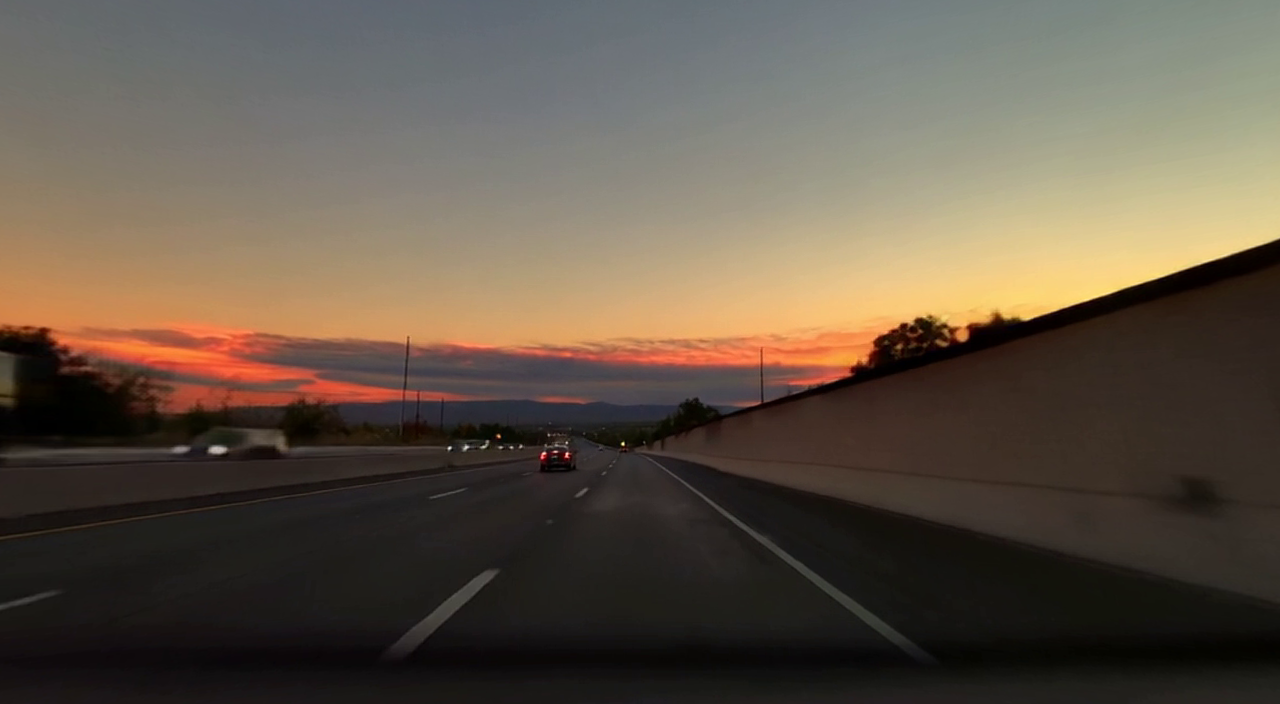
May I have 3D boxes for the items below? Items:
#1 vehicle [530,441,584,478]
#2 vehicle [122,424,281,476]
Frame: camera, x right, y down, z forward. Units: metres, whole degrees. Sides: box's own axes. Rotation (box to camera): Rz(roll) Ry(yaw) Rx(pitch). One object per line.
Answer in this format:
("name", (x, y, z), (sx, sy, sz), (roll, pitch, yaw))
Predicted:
("vehicle", (-4.098, 5.348, 31.644), (2.133, 1.683, 4.340), (1, -9, 0))
("vehicle", (-17.320, 3.951, 25.404), (2.247, 1.825, 5.721), (1, -9, 0))
